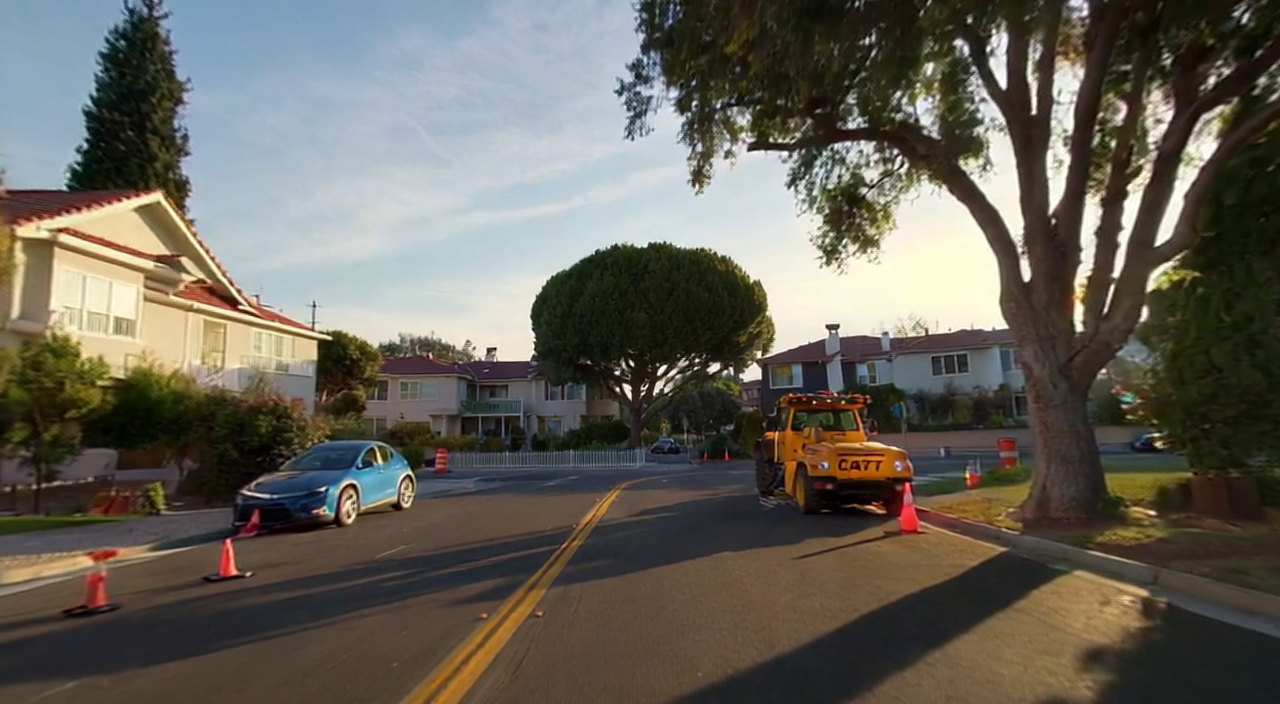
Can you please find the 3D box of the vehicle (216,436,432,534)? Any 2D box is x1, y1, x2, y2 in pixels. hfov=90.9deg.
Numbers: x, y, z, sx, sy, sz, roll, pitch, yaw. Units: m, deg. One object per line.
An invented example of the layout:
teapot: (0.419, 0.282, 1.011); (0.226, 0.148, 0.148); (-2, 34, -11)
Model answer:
vehicle: (-6.604, 2.766, 14.002); (2.220, 1.765, 4.799); (0, -8, 1)

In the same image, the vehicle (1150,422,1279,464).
vehicle: (24.459, 3.785, 26.289); (4.540, 1.558, 1.980); (-2, -8, 1)

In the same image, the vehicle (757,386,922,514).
vehicle: (4.442, 2.276, 14.812); (2.501, 2.613, 3.505); (1, -9, -3)
